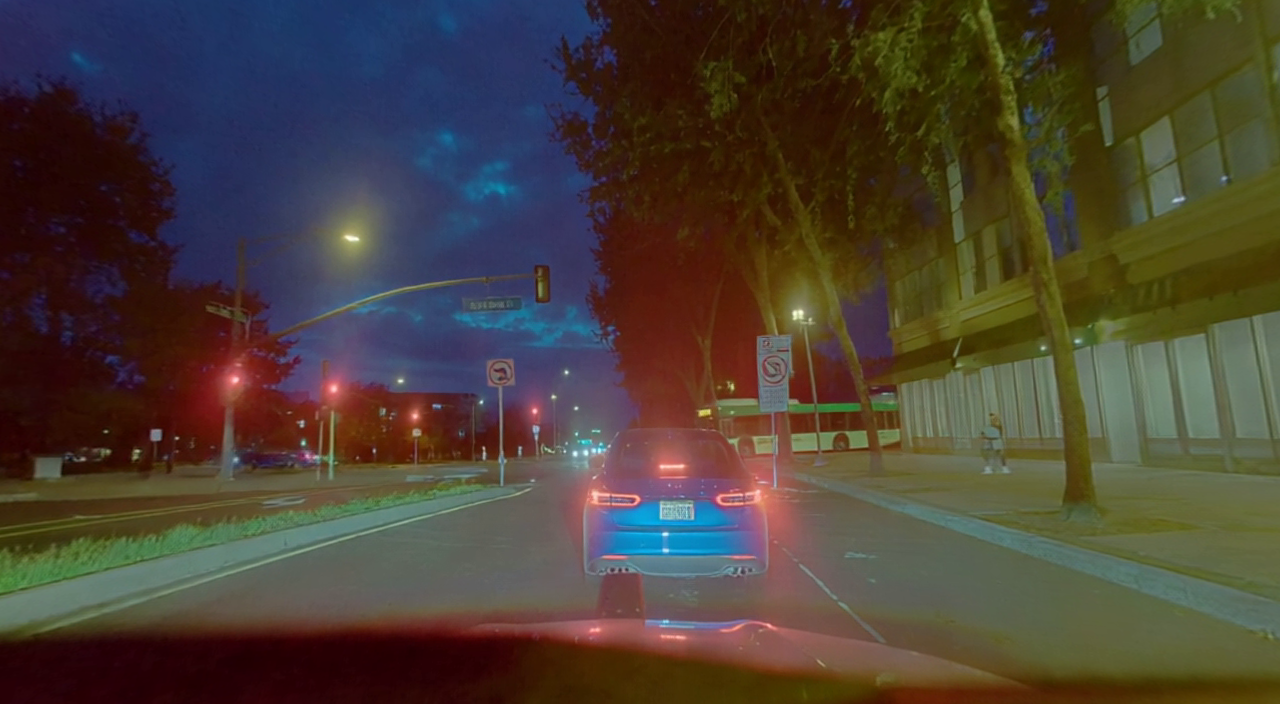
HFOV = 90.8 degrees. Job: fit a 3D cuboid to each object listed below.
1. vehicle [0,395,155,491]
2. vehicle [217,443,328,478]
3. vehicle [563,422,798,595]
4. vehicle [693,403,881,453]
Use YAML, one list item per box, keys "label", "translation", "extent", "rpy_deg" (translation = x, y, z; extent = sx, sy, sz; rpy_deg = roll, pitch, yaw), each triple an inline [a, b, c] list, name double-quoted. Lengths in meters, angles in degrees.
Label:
- label: "vehicle"
  translation: [-25.941, 3.644, 25.324]
  extent: [2.692, 3.685, 10.153]
  rpy_deg: [-3, -9, 20]
- label: "vehicle"
  translation: [-19.010, 5.604, 32.888]
  extent: [1.892, 1.645, 4.561]
  rpy_deg: [-6, -10, 34]
- label: "vehicle"
  translation: [0.384, 1.629, 7.383]
  extent: [2.006, 1.470, 3.799]
  rpy_deg: [0, -8, 1]
- label: "vehicle"
  translation: [11.210, 5.960, 49.211]
  extent: [13.811, 3.706, 2.997]
  rpy_deg: [0, -9, 0]
